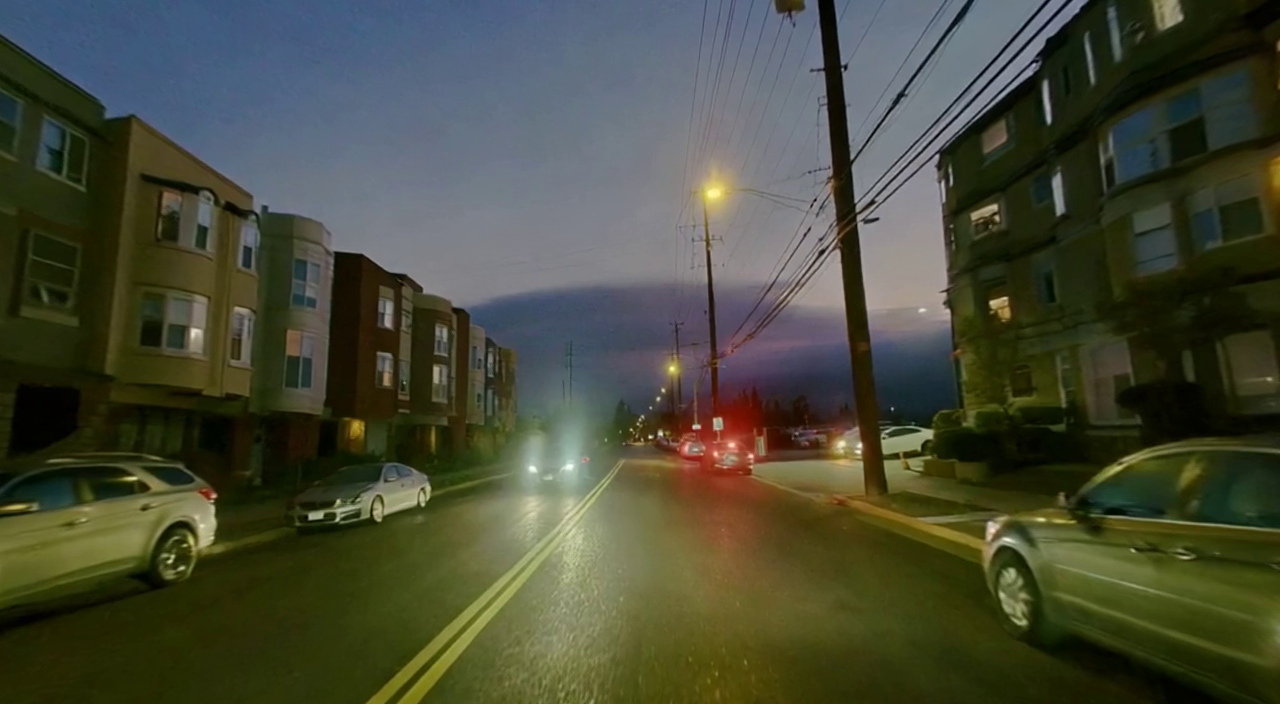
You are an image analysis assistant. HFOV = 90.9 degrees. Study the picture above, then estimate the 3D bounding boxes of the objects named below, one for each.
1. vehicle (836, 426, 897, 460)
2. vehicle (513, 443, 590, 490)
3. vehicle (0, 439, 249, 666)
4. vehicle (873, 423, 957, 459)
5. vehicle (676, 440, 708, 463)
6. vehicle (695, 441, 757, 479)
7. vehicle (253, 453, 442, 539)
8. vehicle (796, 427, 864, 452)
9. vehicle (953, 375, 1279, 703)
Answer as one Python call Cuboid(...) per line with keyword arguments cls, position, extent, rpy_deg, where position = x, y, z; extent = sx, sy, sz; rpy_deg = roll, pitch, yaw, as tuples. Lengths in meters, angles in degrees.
Cuboid(cls="vehicle", position=(10.603, 4.277, 29.774), extent=(1.801, 1.491, 3.488), rpy_deg=(-1, -8, 4))
Cuboid(cls="vehicle", position=(-3.025, 4.019, 22.516), extent=(2.052, 1.483, 4.276), rpy_deg=(0, -8, 1))
Cuboid(cls="vehicle", position=(-6.042, 1.684, 5.700), extent=(2.057, 1.757, 4.573), rpy_deg=(0, -8, 0))
Cuboid(cls="vehicle", position=(12.976, 4.301, 30.074), extent=(1.997, 1.546, 4.370), rpy_deg=(-2, -10, 0))
Cuboid(cls="vehicle", position=(3.757, 7.236, 45.897), extent=(1.914, 1.591, 3.892), rpy_deg=(0, -8, -1))
Cuboid(cls="vehicle", position=(3.571, 4.556, 26.942), extent=(1.928, 1.440, 4.738), rpy_deg=(0, -8, -1))
Cuboid(cls="vehicle", position=(-6.086, 3.013, 13.866), extent=(1.863, 1.449, 4.536), rpy_deg=(-1, -8, 2))
Cuboid(cls="vehicle", position=(13.339, 6.195, 44.593), extent=(1.897, 1.659, 4.648), rpy_deg=(4, -9, -27))
Cuboid(cls="vehicle", position=(3.467, 0.886, 2.332), extent=(2.018, 1.672, 4.932), rpy_deg=(-4, -5, 0))
